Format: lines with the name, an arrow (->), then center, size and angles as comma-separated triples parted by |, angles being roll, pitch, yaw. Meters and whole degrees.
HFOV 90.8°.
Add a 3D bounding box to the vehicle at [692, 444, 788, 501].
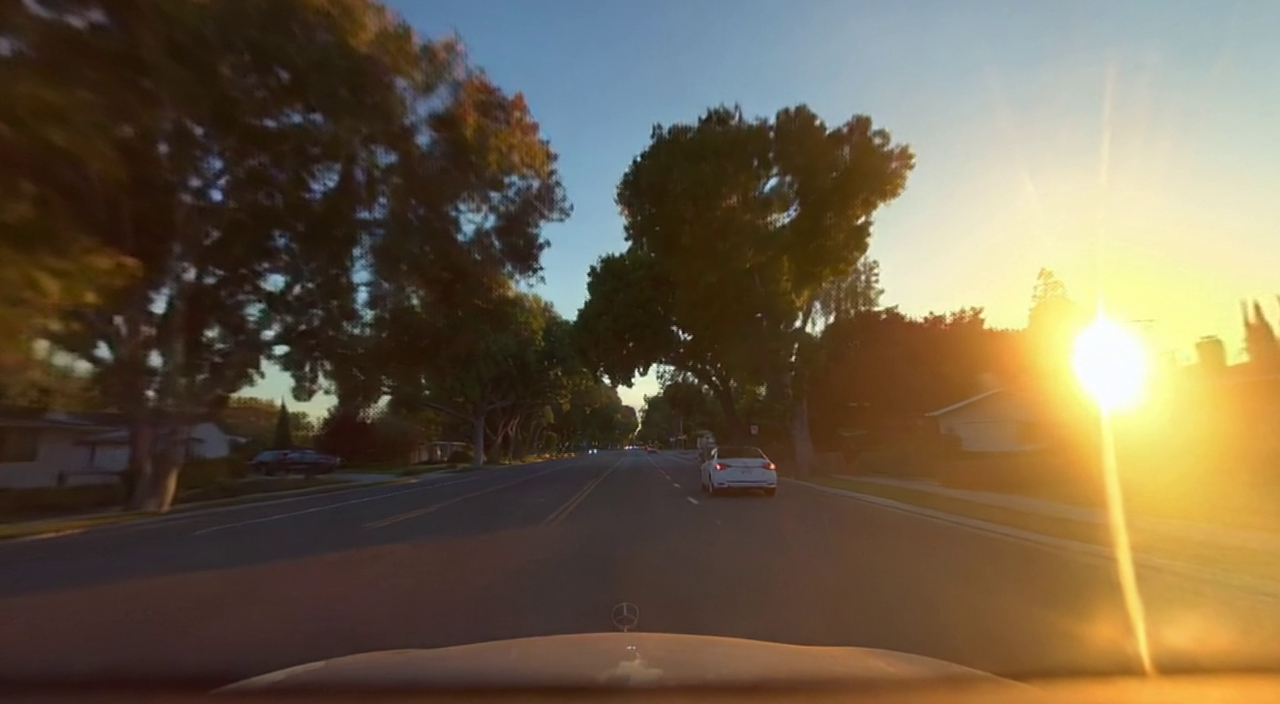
vehicle -> 2.825, 3.504, 18.896 | 2.057, 1.493, 4.225 | 0, -8, -2
